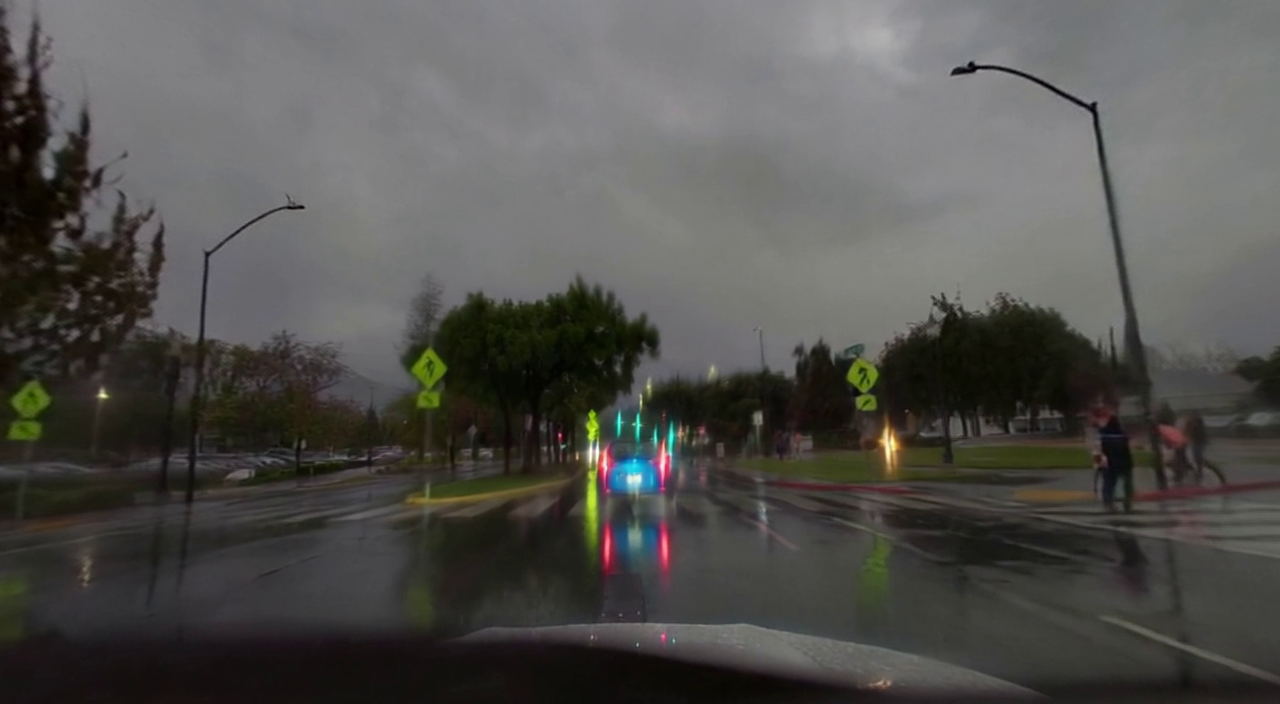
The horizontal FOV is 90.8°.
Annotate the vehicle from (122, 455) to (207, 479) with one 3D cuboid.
[{"bbox_3d":[-35.670,8.607,47.466,4.466,1.619,2.319,-1,-8,-1],"label":"vehicle"}]

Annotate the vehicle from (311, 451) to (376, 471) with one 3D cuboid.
[{"bbox_3d":[-23.101,8.494,49.301,4.038,1.531,2.015,1,-9,-3],"label":"vehicle"}]

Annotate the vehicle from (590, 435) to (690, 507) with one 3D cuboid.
[{"bbox_3d":[-0.074,3.000,16.393,2.221,1.570,4.398,0,-9,-2],"label":"vehicle"}]
